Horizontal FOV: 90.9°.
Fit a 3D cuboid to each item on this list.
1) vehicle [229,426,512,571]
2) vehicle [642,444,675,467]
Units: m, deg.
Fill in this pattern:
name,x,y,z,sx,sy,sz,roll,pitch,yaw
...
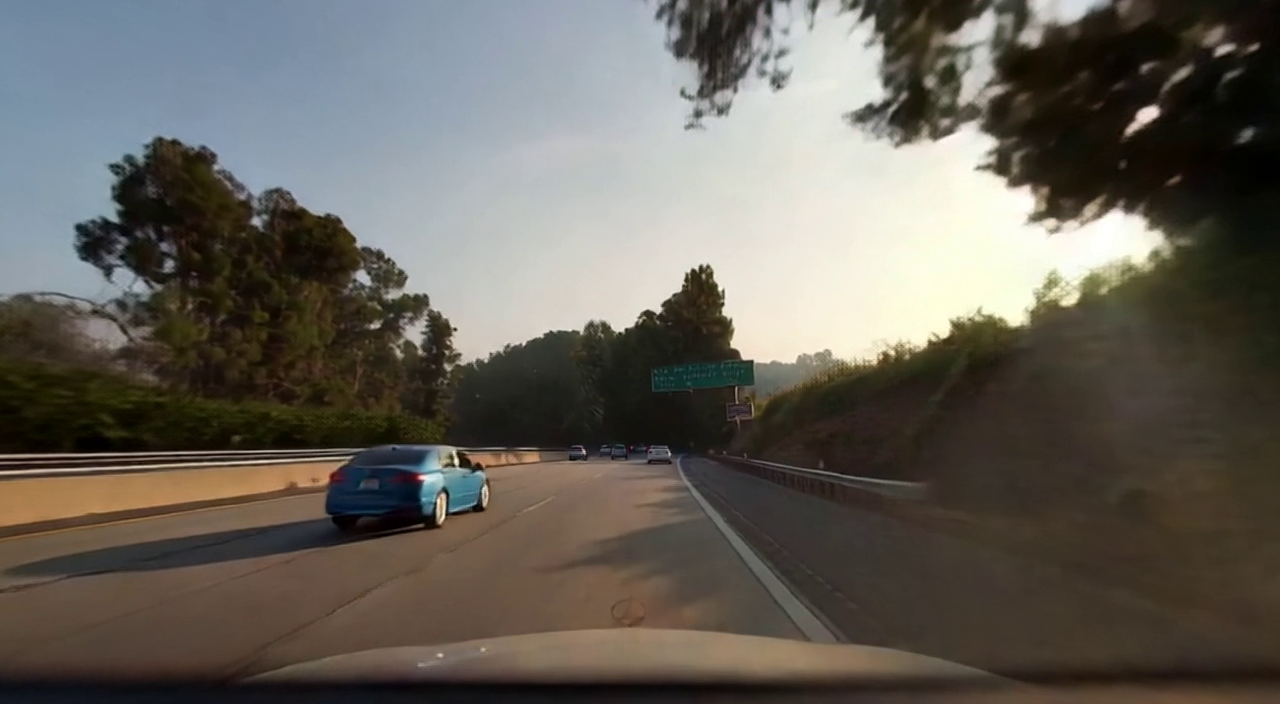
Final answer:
name,x,y,z,sx,sy,sz,roll,pitch,yaw
vehicle,-3.356,1.906,9.056,2.024,1.531,4.431,0,-8,1
vehicle,1.280,6.979,42.556,2.113,1.464,4.073,0,-8,3
